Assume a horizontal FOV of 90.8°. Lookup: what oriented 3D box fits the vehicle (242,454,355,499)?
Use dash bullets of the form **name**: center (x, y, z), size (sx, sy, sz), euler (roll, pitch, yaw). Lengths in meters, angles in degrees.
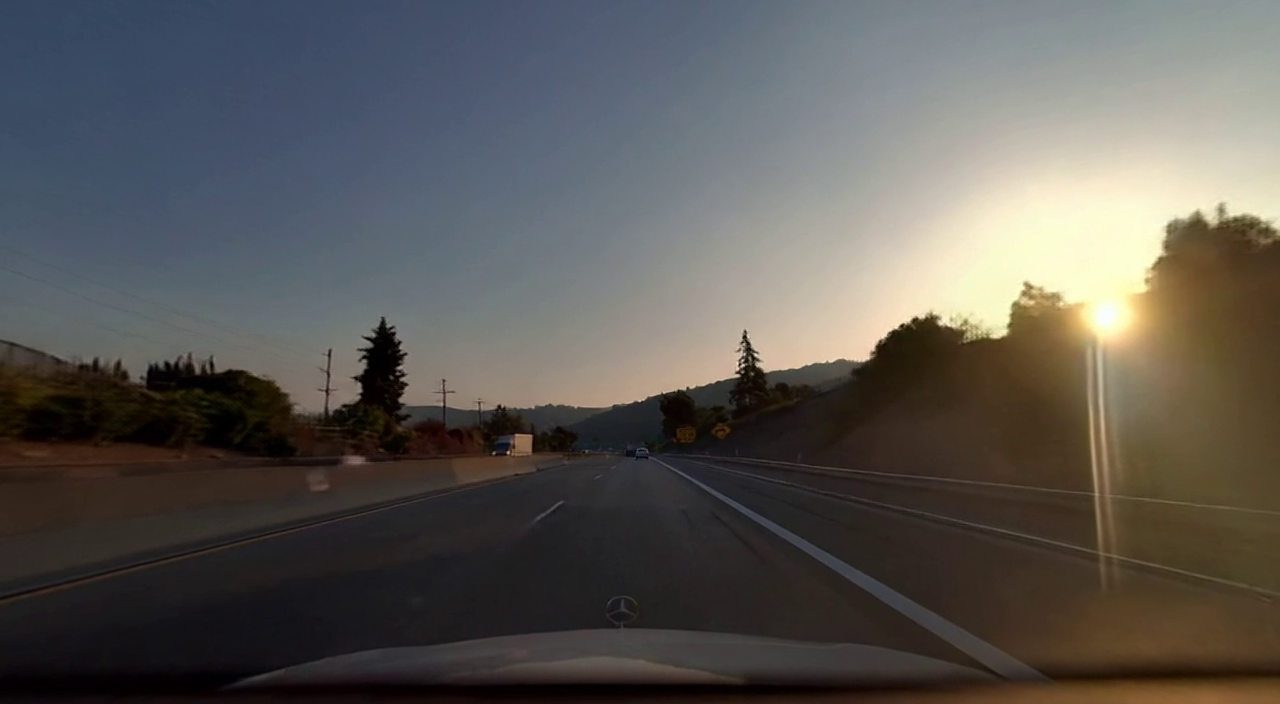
- **vehicle**: center (-12.211, 4.455, 22.886), size (1.788, 1.425, 4.096), euler (0, -9, 0)
